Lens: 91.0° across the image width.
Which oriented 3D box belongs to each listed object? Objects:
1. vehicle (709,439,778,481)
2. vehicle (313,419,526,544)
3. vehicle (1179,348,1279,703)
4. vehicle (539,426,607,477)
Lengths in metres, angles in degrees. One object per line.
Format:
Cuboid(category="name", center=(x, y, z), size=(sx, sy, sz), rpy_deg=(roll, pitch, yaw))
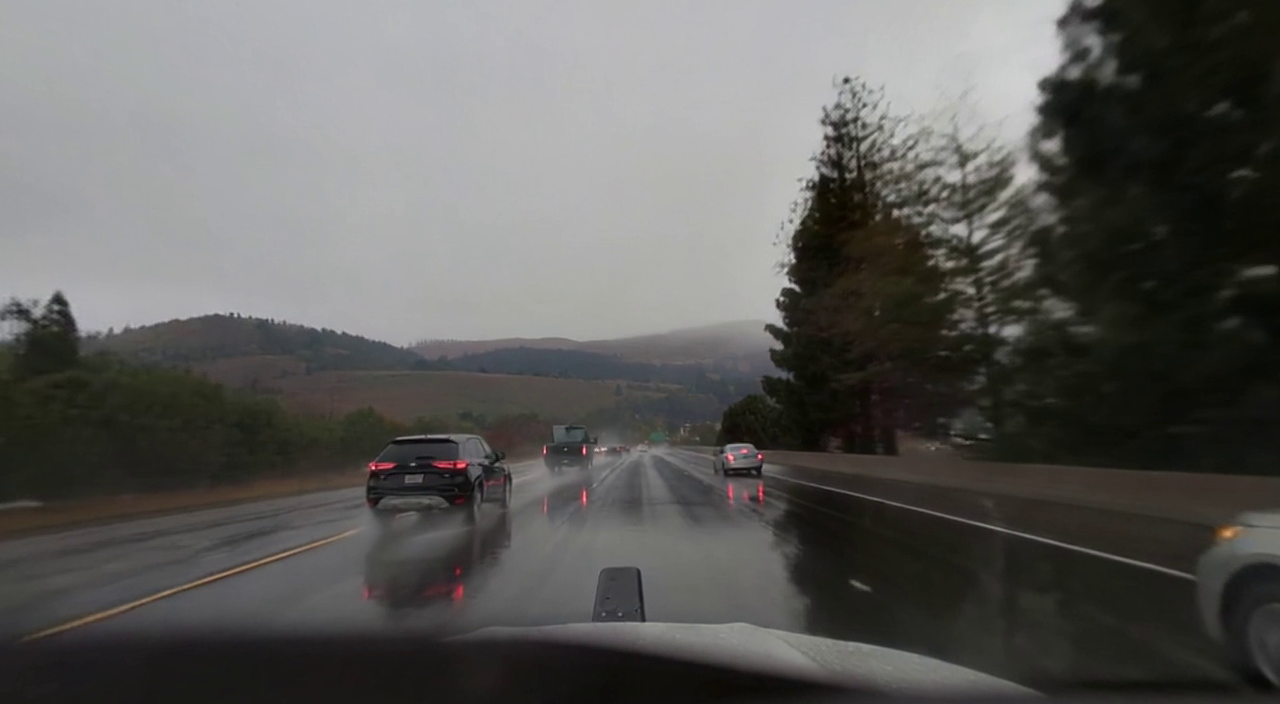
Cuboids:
Cuboid(category="vehicle", center=(4.192, 4.429, 26.240), size=(2.071, 1.570, 4.637), rpy_deg=(0, -8, 0))
Cuboid(category="vehicle", center=(-3.450, 2.103, 10.905), size=(2.080, 1.716, 4.207), rpy_deg=(0, -8, 1))
Cuboid(category="vehicle", center=(3.992, 0.575, 1.075), size=(2.066, 1.696, 4.604), rpy_deg=(0, -8, 1))
Cuboid(category="vehicle", center=(-3.005, 4.635, 29.666), size=(2.494, 2.136, 5.539), rpy_deg=(0, -8, 1))
